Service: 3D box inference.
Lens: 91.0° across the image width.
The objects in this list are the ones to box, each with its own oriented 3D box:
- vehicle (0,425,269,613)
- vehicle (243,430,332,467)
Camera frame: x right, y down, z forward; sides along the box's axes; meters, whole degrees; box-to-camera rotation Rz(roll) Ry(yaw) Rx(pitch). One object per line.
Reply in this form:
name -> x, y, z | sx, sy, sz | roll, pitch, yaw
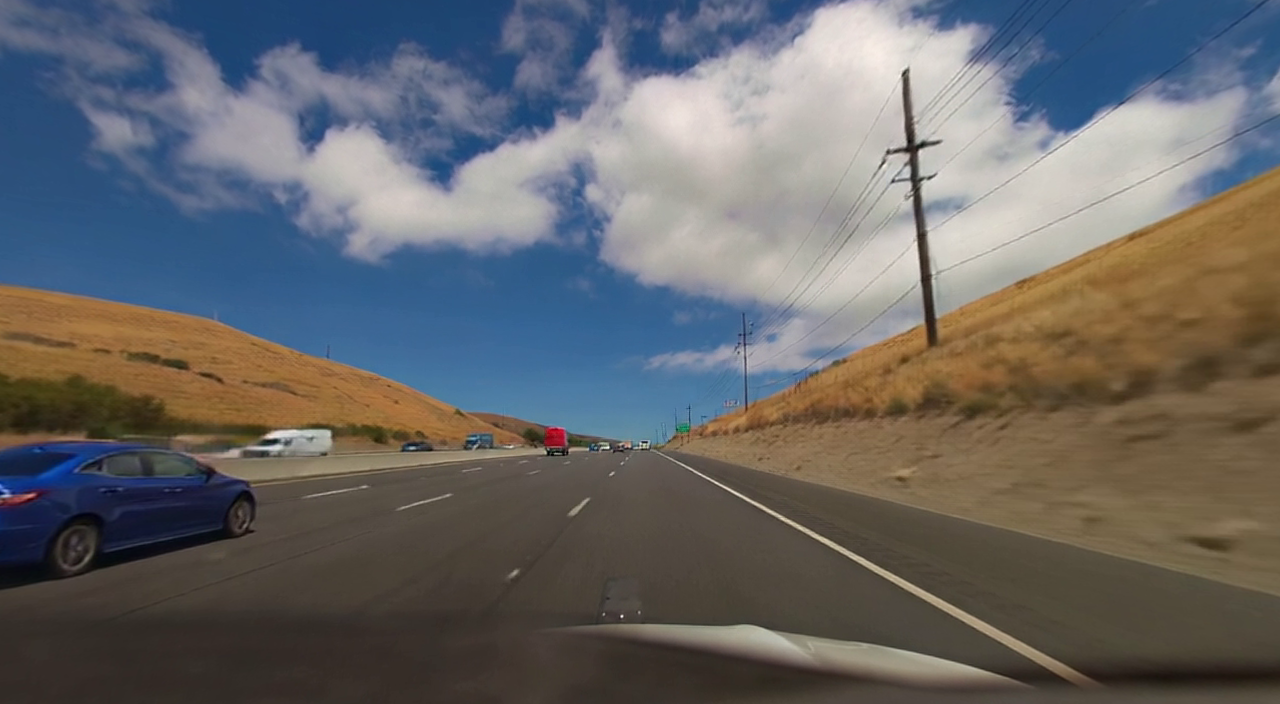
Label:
vehicle -> -6.008, 1.481, 6.092 | 1.955, 1.469, 4.554 | 0, -8, 1
vehicle -> -20.706, 5.720, 37.287 | 2.268, 2.017, 4.996 | 0, -9, 1
